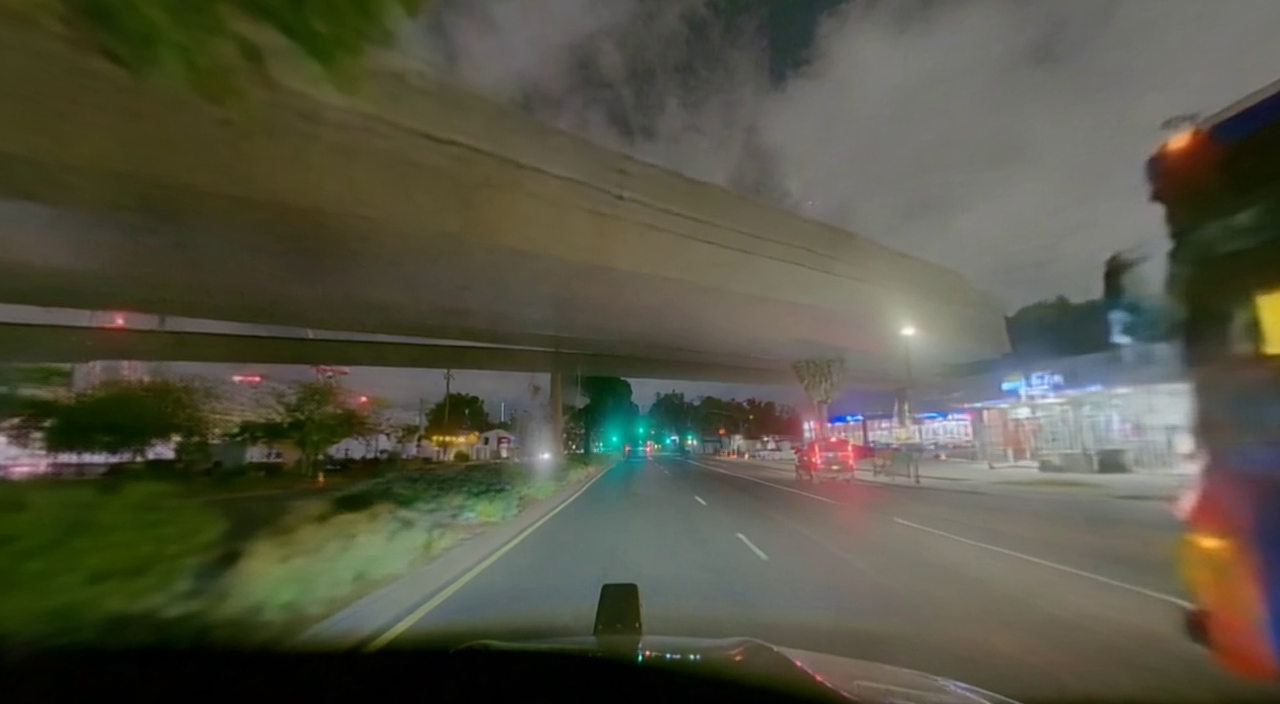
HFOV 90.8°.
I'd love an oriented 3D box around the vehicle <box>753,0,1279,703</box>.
[{"bbox_3d":[4.015,0.583,5.430,3.043,3.162,13.806,0,-9,-2],"label":"vehicle"}]
